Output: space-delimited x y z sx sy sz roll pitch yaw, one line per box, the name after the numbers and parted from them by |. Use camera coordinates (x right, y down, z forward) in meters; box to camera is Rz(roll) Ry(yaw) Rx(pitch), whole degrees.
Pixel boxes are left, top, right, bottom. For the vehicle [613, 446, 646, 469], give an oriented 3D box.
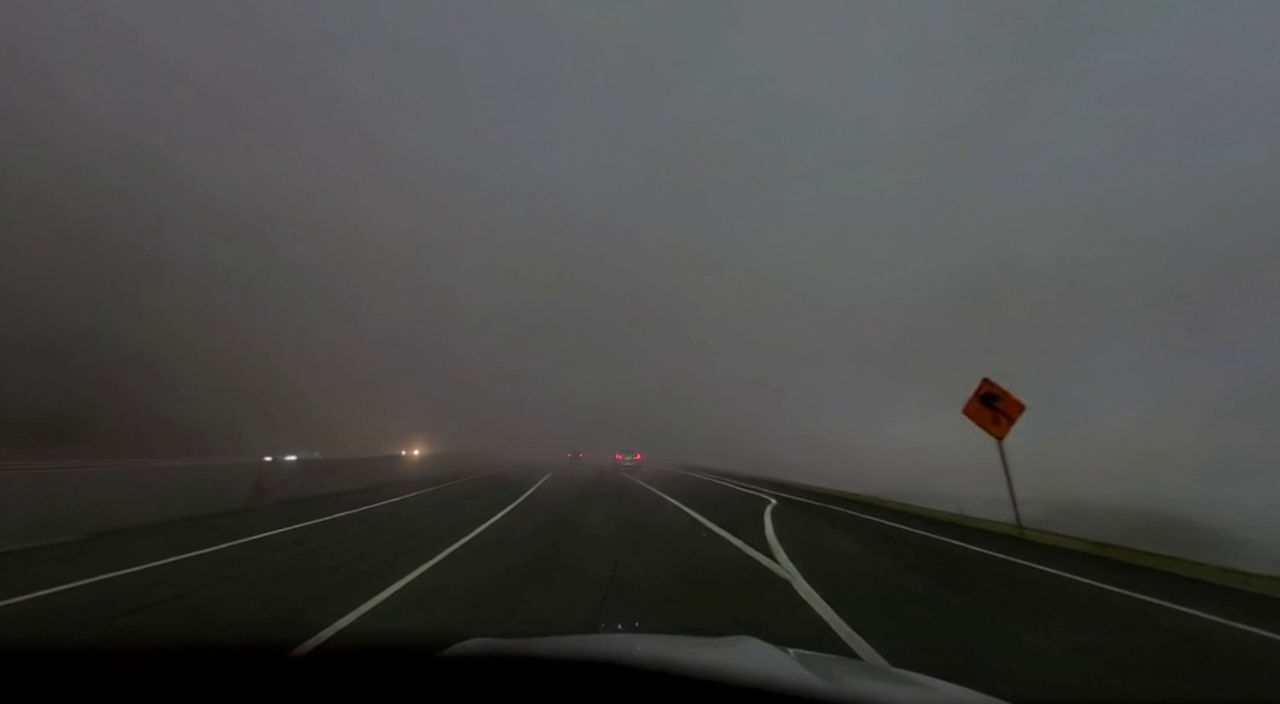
-0.769 7.143 42.578 2.140 1.455 4.135 0 -9 -2 | vehicle
